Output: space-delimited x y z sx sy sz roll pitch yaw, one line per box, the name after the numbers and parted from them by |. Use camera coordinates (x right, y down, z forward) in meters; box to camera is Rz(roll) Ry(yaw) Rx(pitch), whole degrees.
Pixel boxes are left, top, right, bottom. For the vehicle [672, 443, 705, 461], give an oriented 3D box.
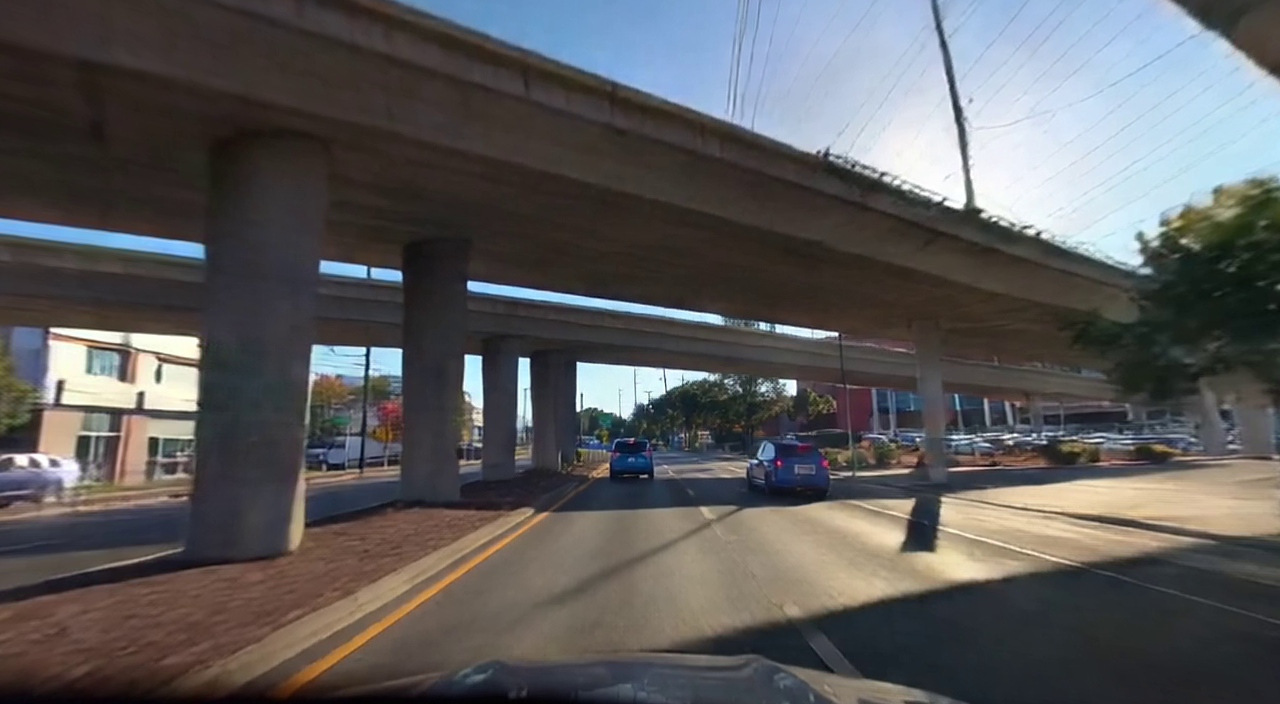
3.724 7.804 49.349 2.126 1.375 4.241 0 -8 -2 | vehicle

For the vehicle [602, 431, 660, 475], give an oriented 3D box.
-0.384 4.618 29.014 2.441 1.813 4.581 0 -8 0 | vehicle

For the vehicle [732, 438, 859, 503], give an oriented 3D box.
3.897 3.042 16.700 1.954 1.479 4.557 0 -8 -3 | vehicle
